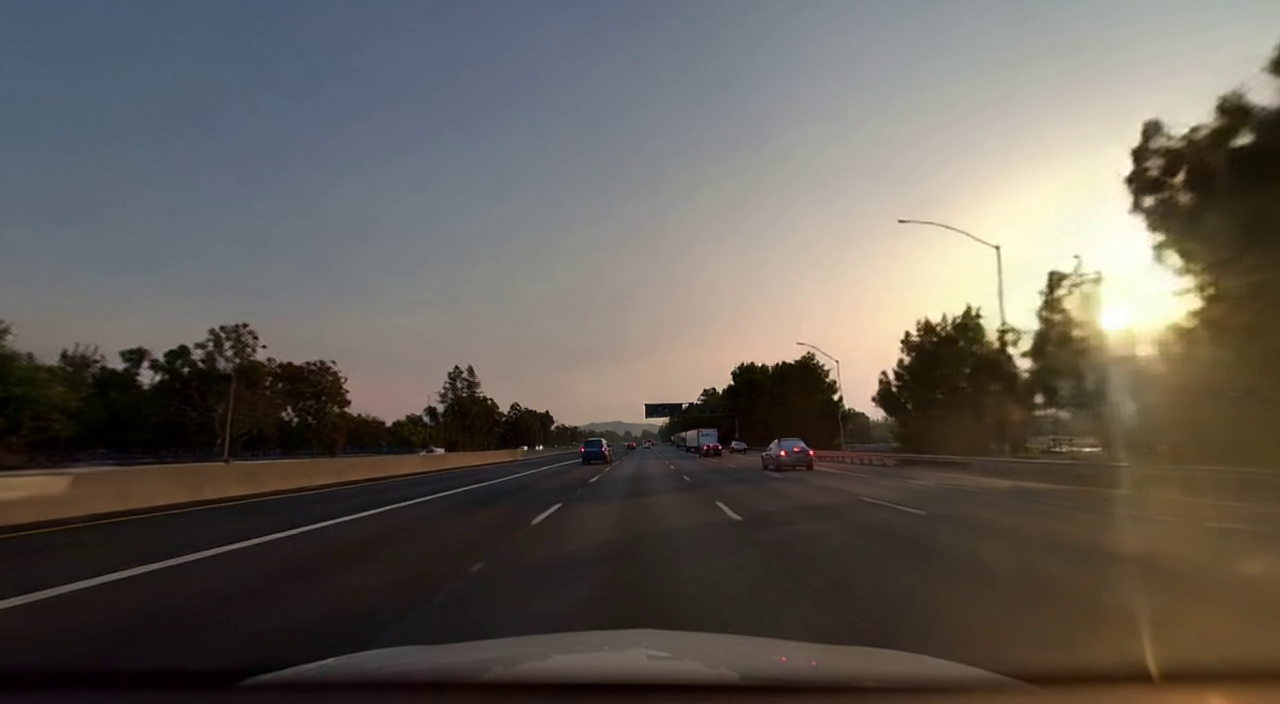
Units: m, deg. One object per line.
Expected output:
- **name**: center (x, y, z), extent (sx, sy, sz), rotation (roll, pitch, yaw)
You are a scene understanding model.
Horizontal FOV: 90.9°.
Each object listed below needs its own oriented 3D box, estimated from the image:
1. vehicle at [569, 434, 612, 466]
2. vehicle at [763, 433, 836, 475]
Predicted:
- **vehicle**: center (-3.266, 6.589, 42.540), extent (2.453, 1.952, 5.320), rotation (0, -8, 0)
- **vehicle**: center (7.026, 4.539, 28.264), extent (2.063, 1.706, 4.259), rotation (0, -8, -1)
